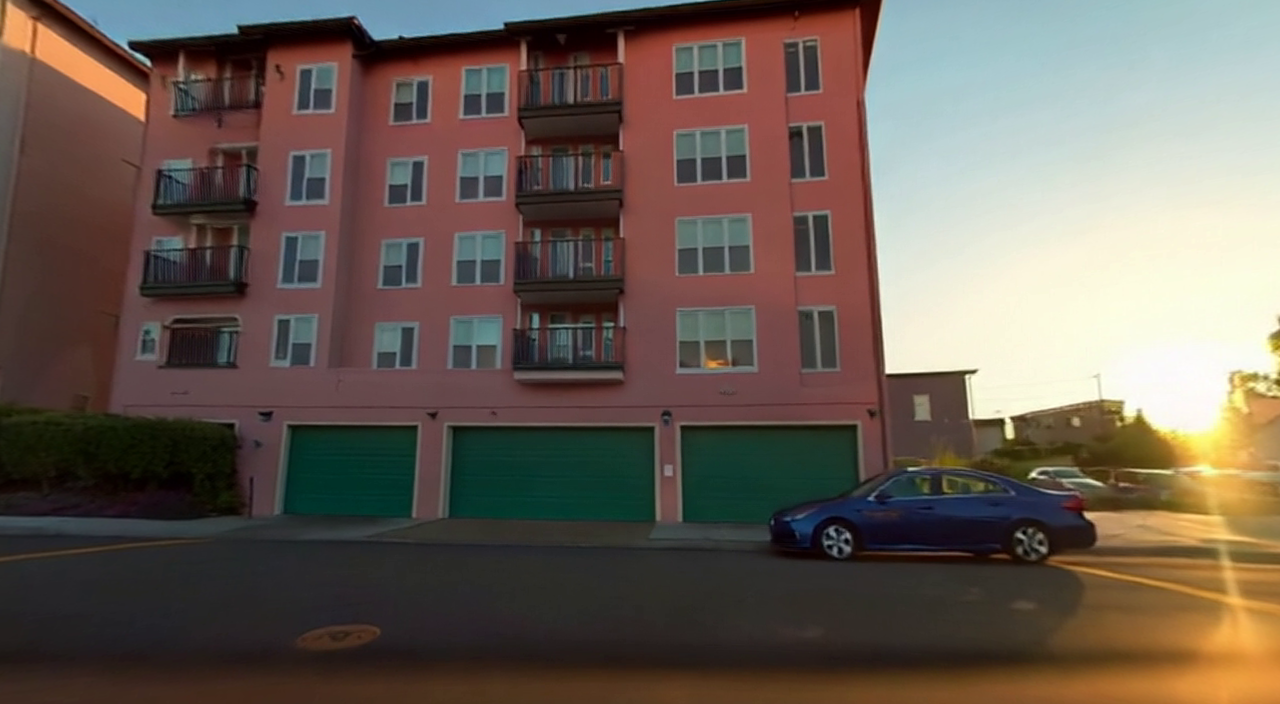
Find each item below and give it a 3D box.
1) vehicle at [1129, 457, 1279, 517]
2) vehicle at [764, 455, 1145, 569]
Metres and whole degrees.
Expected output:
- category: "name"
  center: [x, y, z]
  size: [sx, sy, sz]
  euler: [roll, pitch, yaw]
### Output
- category: "vehicle"
  center: [19.087, 4.326, 20.440]
  size: [4.438, 1.776, 2.182]
  euler: [-2, -9, 9]
- category: "vehicle"
  center: [4.306, 2.280, 9.448]
  size: [4.697, 1.444, 1.825]
  euler: [-1, -9, 8]
